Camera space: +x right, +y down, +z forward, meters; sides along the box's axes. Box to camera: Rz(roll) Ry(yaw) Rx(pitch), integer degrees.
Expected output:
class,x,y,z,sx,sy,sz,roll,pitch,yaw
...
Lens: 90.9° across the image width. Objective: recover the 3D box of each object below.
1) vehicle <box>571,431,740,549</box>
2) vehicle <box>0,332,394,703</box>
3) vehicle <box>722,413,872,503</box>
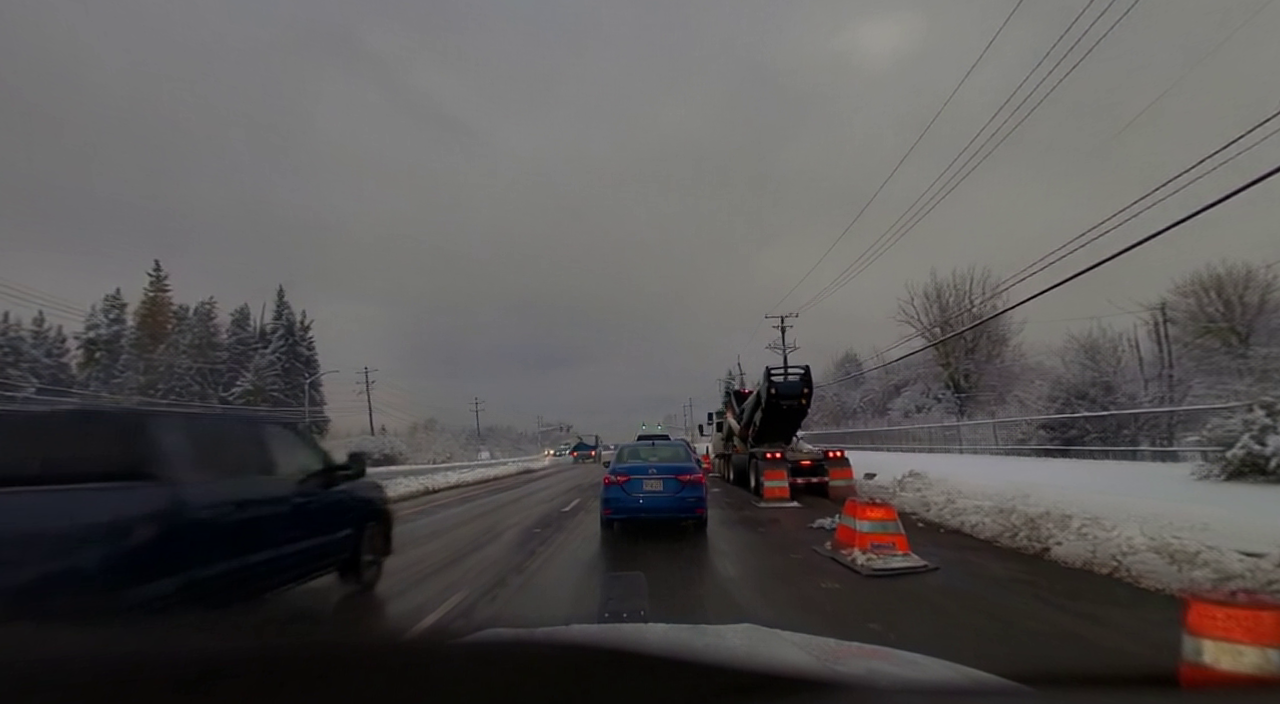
class,x,y,z,sx,sy,sz,roll,pitch,yaw
vehicle,0.212,2.062,10.152,2.128,1.473,4.272,0,-8,1
vehicle,-3.300,1.010,3.669,1.989,1.729,4.184,0,-8,0
vehicle,3.982,2.876,17.497,2.555,2.017,6.201,0,-8,0
